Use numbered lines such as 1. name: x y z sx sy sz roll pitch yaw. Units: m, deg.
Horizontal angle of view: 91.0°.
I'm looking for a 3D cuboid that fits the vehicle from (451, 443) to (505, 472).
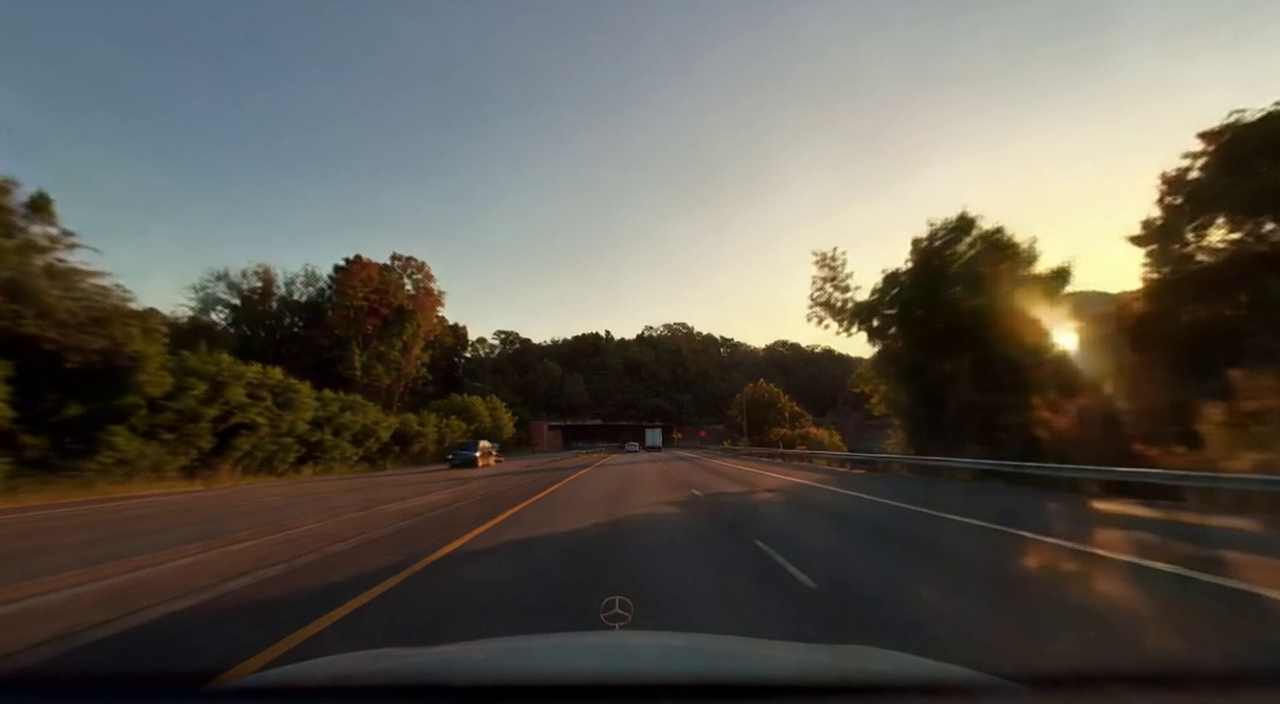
1. vehicle: -9.578 6.255 37.580 2.021 1.549 4.467 0 -8 -1
